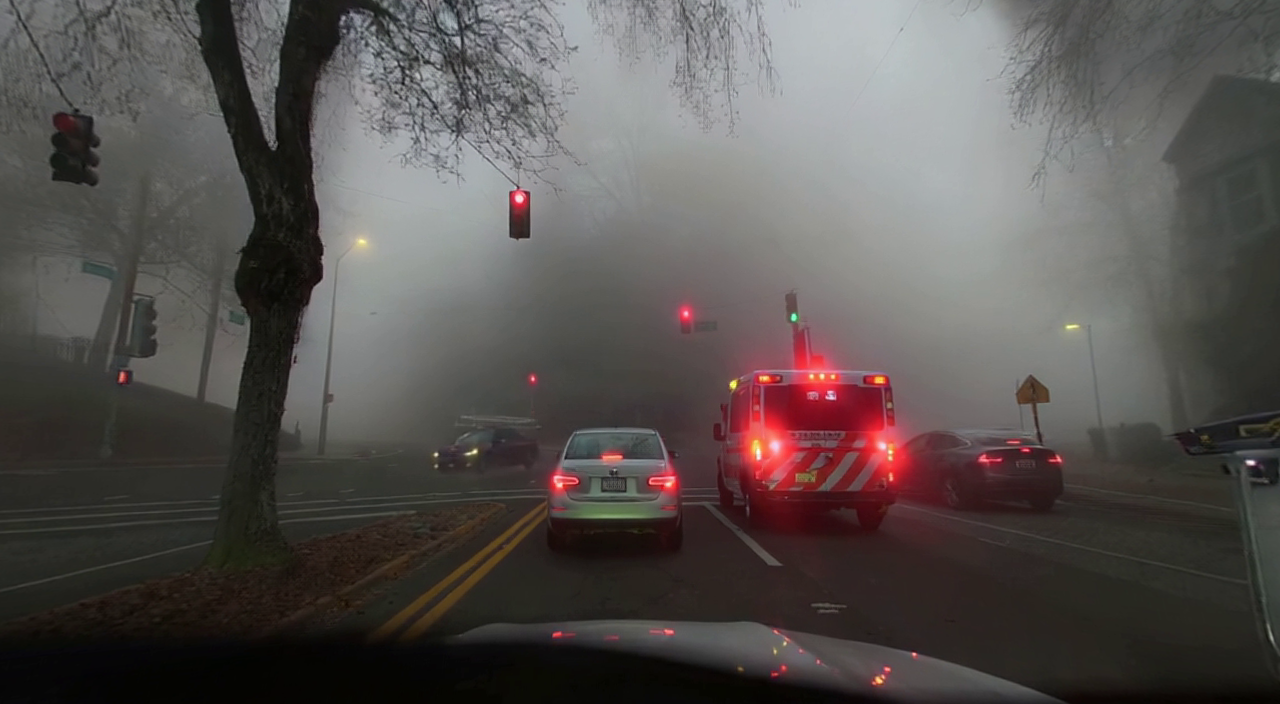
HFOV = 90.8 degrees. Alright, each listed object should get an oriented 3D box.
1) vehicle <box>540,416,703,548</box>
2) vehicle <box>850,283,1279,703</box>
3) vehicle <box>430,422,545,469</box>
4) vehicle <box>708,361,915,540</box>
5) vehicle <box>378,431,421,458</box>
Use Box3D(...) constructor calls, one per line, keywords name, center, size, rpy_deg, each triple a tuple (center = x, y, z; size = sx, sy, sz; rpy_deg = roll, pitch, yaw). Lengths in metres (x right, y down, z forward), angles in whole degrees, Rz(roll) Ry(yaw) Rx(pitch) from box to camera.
Box3D(name="vehicle", center=(-0.274, 1.973, 10.189), size=(2.114, 1.707, 3.725), rpy_deg=(0, -8, -1))
Box3D(name="vehicle", center=(2.844, 0.896, 2.865), size=(2.194, 1.820, 4.652), rpy_deg=(0, -8, 0))
Box3D(name="vehicle", center=(-6.959, 4.392, 29.700), size=(2.349, 1.988, 5.813), rpy_deg=(-4, -9, 21))
Box3D(name="vehicle", center=(2.882, 1.879, 12.376), size=(2.406, 2.687, 5.521), rpy_deg=(0, -8, -1))
Box3D(name="vehicle", center=(-17.754, 6.872, 46.868), size=(2.246, 1.880, 4.454), rpy_deg=(1, -8, -12))
